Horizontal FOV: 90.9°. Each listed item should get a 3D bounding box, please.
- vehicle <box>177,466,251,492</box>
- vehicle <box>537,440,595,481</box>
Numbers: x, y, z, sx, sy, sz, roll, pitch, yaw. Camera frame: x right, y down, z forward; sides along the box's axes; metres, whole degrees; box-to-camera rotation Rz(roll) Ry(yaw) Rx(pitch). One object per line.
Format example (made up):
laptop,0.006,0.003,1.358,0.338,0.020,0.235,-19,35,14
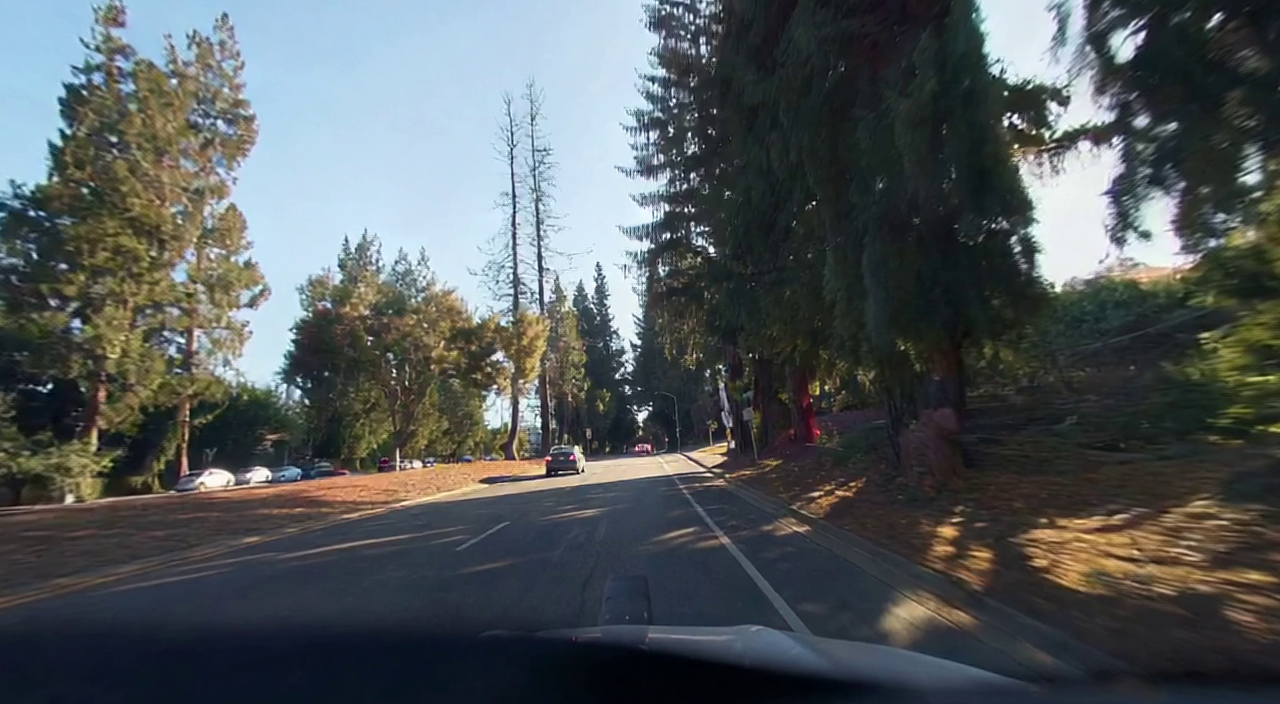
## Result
vehicle,-29.491,8.779,43.828,1.912,1.475,4.918,0,-8,-3
vehicle,-3.324,4.968,29.171,2.016,1.694,4.335,0,-8,1
